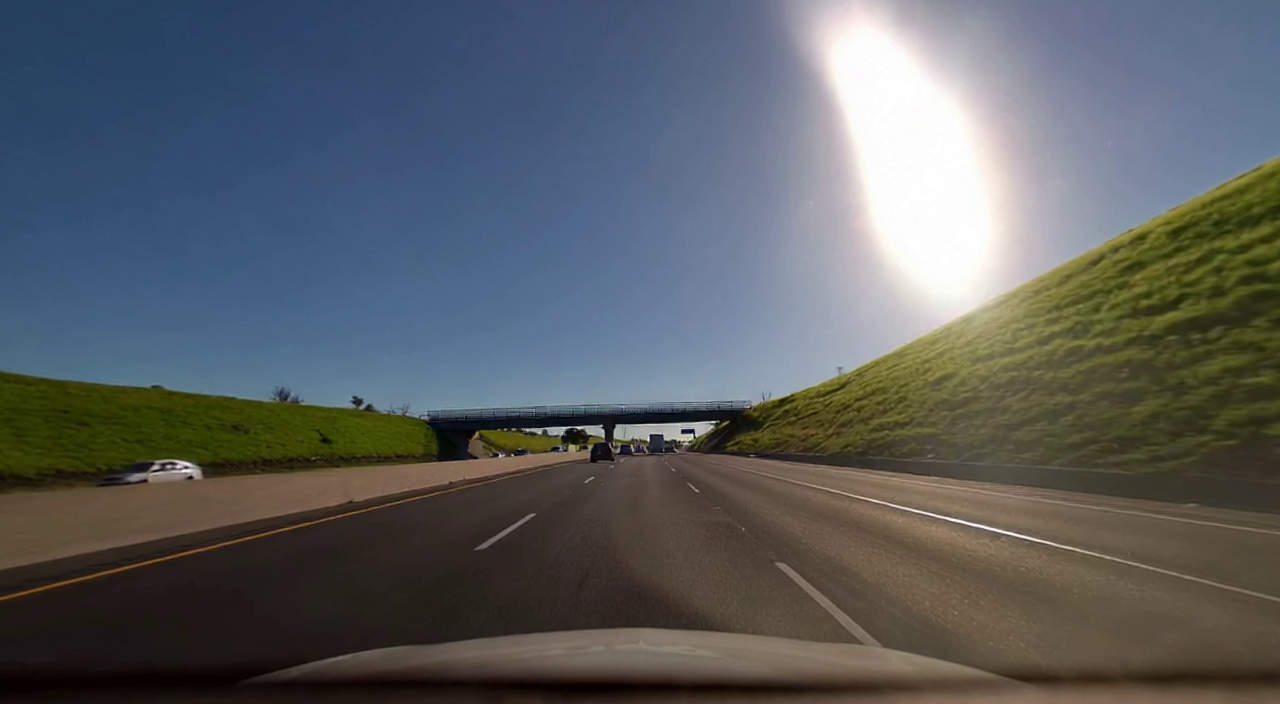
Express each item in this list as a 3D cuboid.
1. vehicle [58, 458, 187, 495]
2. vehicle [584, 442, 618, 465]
[{"bbox_3d":[-25.217,6.033,30.973,2.162,1.571,4.494,-2,-9,8],"label":"vehicle"},{"bbox_3d":[-3.009,7.900,49.216,2.212,1.676,4.804,0,-9,2],"label":"vehicle"}]
